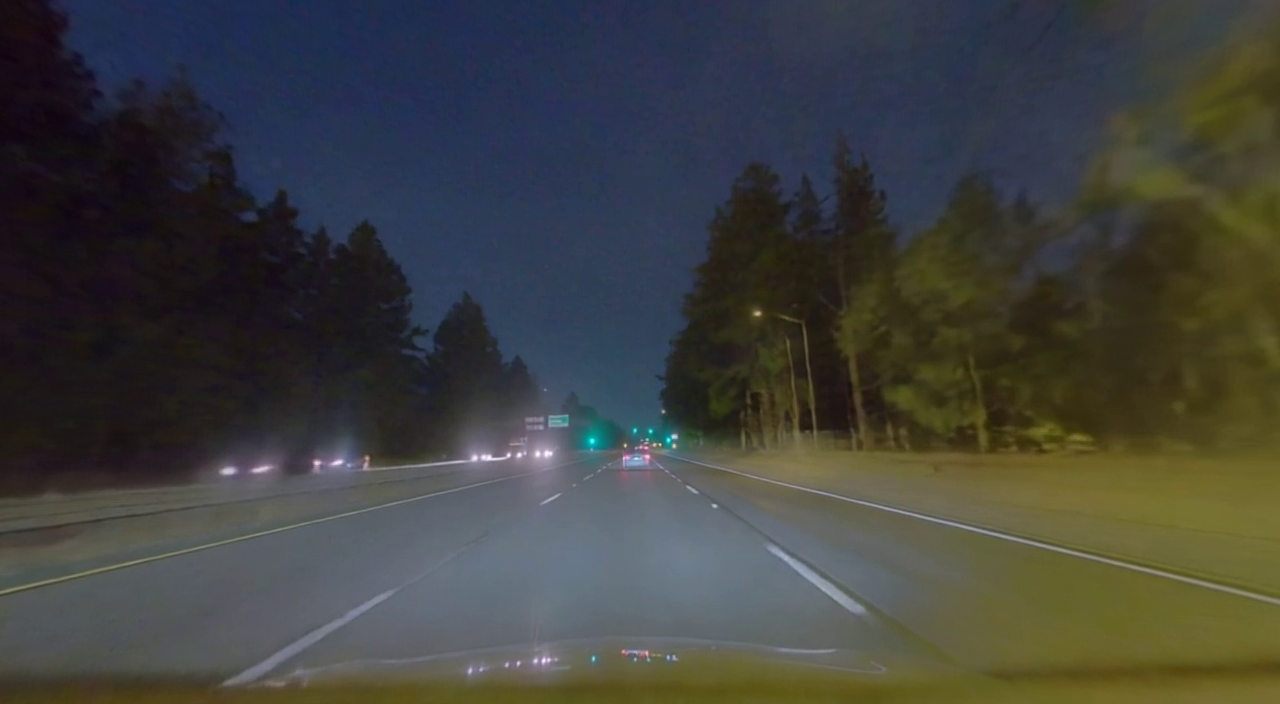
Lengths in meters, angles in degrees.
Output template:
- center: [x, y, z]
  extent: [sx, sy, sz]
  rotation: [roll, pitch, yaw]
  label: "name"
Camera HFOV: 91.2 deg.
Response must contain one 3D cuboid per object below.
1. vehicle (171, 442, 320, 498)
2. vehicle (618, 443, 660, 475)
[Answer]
- center: [-13.508, 4.052, 21.920]
  extent: [2.074, 1.695, 4.789]
  rotation: [0, -9, 0]
  label: "vehicle"
- center: [-0.086, 5.621, 33.107]
  extent: [2.095, 1.537, 4.017]
  rotation: [0, -9, -1]
  label: "vehicle"
